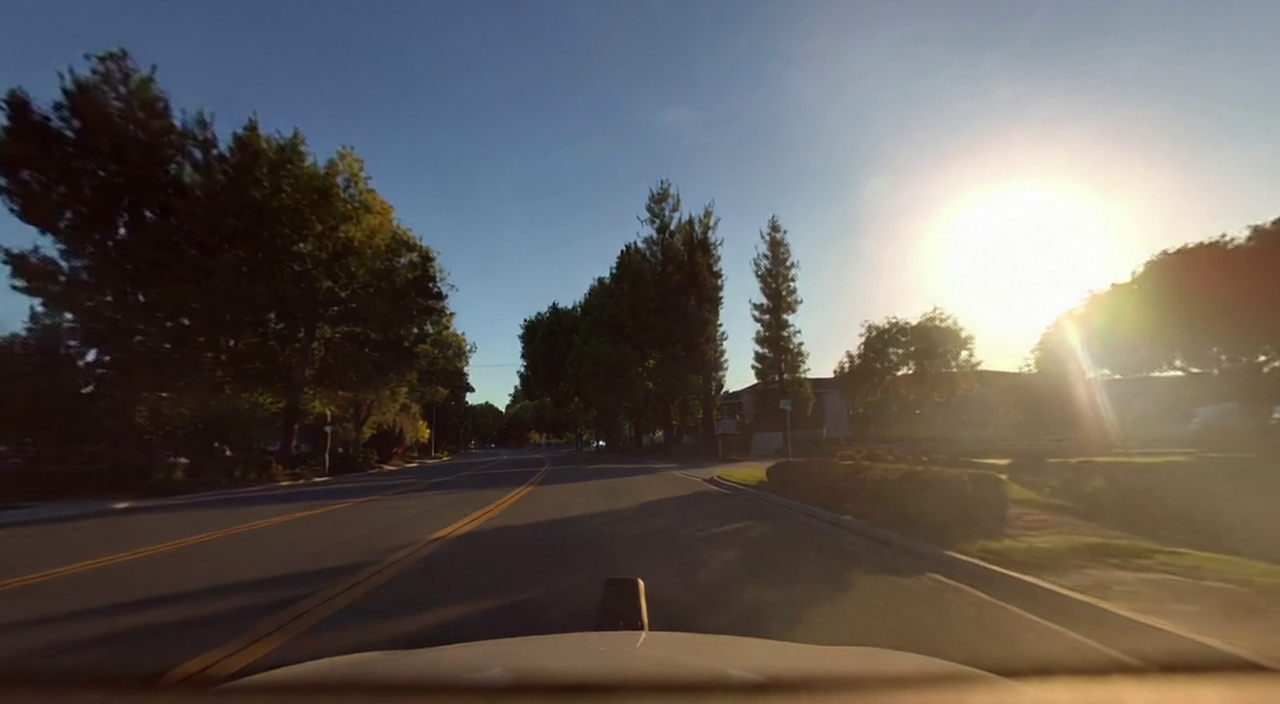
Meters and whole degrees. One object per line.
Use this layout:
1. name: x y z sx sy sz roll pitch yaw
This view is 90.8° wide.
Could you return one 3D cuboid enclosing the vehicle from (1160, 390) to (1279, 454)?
1. vehicle: 45.127 4.876 43.750 16.640 4.121 3.102 1 -8 -7
